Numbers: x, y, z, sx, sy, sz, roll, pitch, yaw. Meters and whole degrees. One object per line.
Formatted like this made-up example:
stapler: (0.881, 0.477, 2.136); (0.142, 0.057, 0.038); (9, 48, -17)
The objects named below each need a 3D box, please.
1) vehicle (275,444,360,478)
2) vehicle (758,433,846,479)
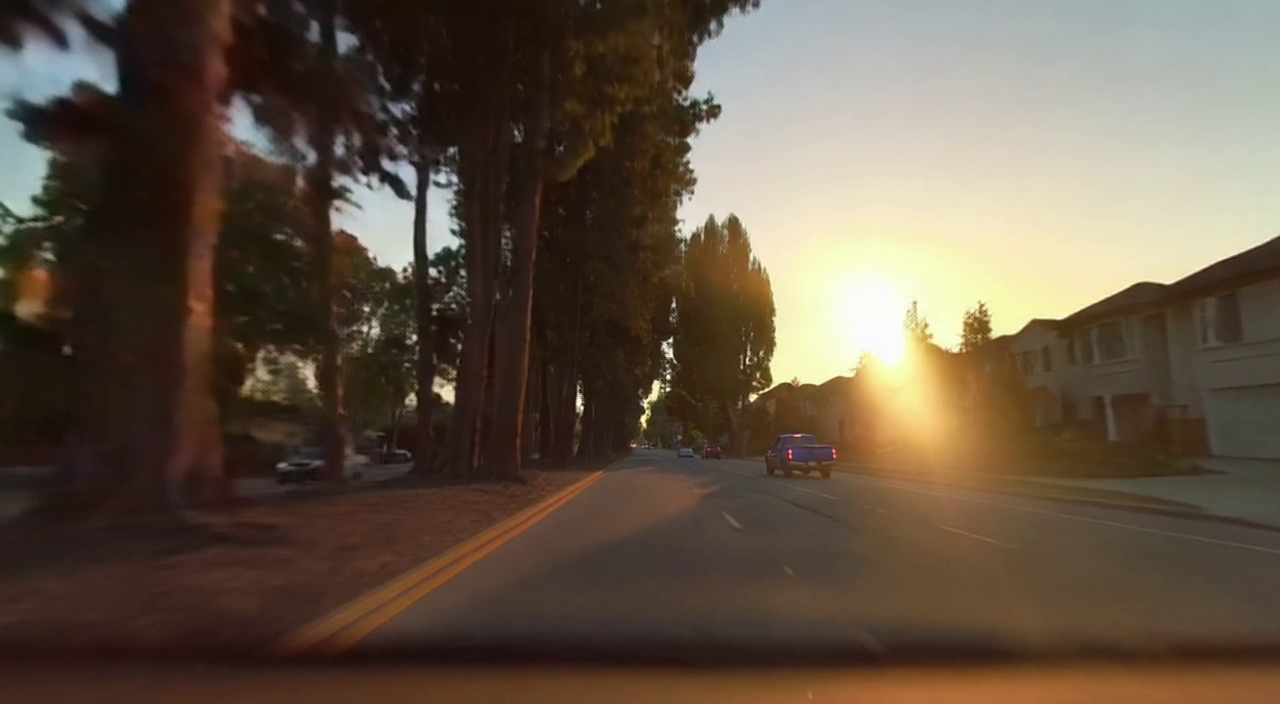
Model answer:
vehicle: (-17.242, 5.823, 33.991); (2.045, 1.696, 4.760); (0, -8, 0)
vehicle: (6.785, 4.429, 27.220); (2.262, 1.769, 5.666); (0, -8, 0)
